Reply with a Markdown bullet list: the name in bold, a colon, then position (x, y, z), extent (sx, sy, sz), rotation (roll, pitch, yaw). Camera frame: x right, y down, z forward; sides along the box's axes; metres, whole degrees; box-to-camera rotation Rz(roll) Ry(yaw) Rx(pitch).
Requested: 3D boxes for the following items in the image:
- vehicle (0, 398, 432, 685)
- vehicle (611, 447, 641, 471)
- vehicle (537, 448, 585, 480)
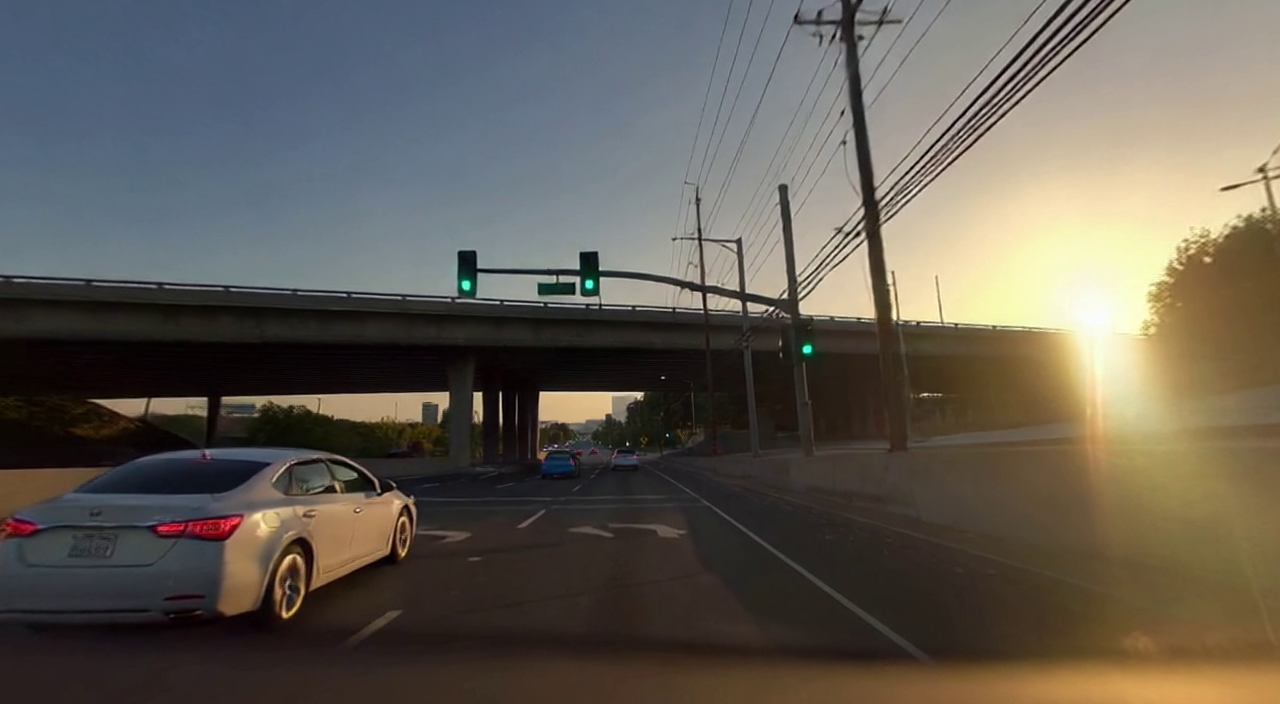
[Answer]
- **vehicle**: position (-3.618, 1.424, 5.904), extent (1.925, 1.666, 4.271), rotation (0, -8, -1)
- **vehicle**: position (-0.998, 7.275, 43.200), extent (1.985, 1.565, 3.968), rotation (0, -8, -2)
- **vehicle**: position (-3.890, 5.579, 31.717), extent (1.946, 1.437, 4.154), rotation (0, -8, -1)
